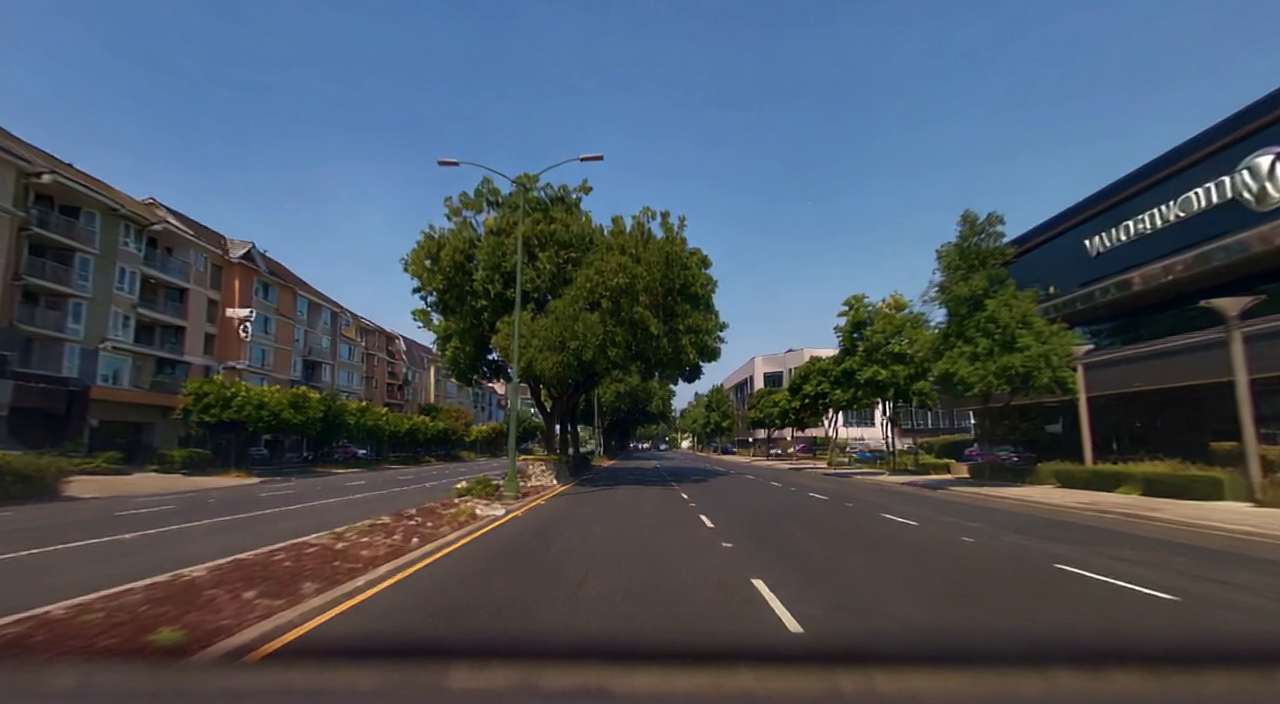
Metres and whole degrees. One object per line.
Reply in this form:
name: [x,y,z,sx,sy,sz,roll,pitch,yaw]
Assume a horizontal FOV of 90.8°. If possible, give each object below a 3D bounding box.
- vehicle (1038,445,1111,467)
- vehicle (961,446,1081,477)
vehicle: [33.040,7.919,48.160,4.103,1.574,1.888,0,-9,1]
vehicle: [20.176,5.797,33.615,4.983,1.542,2.099,0,-9,1]
